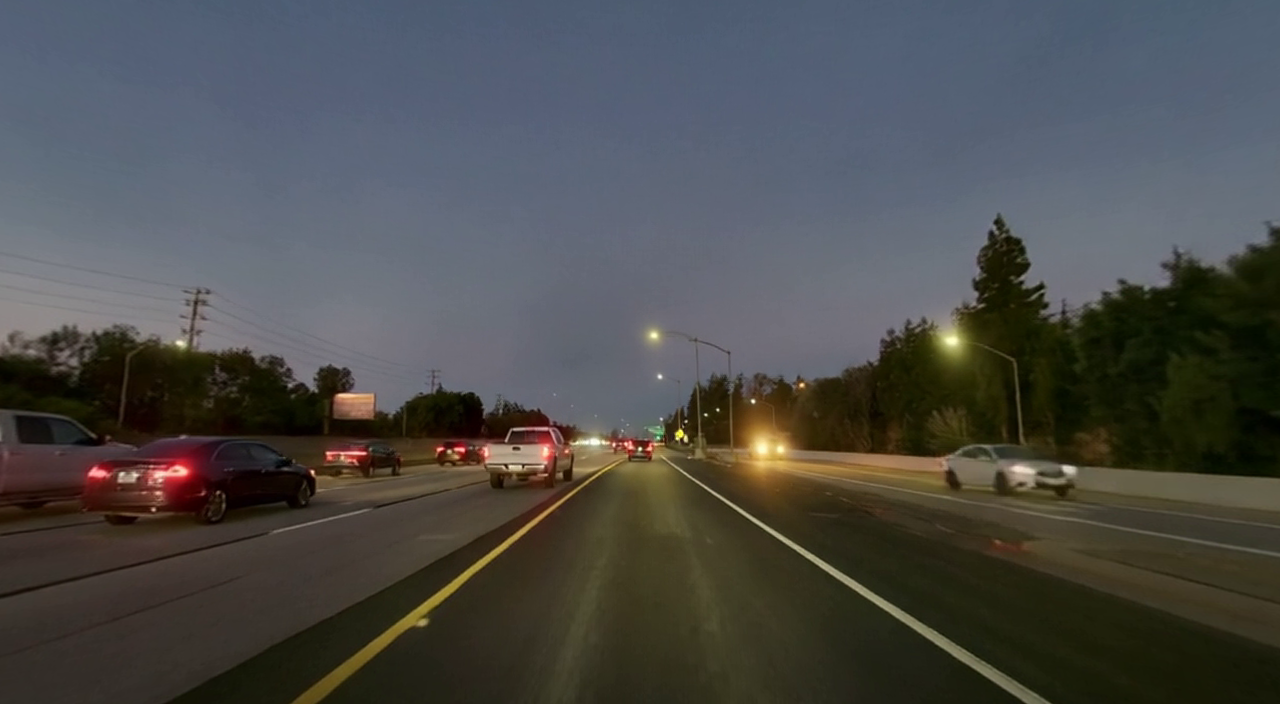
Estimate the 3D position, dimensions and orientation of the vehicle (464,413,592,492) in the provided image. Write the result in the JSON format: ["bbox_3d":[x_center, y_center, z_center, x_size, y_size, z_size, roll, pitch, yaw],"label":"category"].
[{"bbox_3d":[-3.227,3.145,19.981,2.815,2.092,6.526,0,-8,1],"label":"vehicle"}]

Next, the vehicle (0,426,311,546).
[{"bbox_3d":[-7.563,2.006,10.141,1.964,1.481,4.425,0,-8,2],"label":"vehicle"}]

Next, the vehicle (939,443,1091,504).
[{"bbox_3d":[11.672,3.762,20.022,2.048,1.720,4.524,0,-8,0],"label":"vehicle"}]

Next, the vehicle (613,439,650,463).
[{"bbox_3d":[-0.491,6.508,41.371,2.013,1.444,4.447,-1,-8,5],"label":"vehicle"}]

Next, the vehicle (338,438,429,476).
[{"bbox_3d":[-10.888,4.483,27.070,1.884,1.453,4.579,0,-8,2],"label":"vehicle"}]
